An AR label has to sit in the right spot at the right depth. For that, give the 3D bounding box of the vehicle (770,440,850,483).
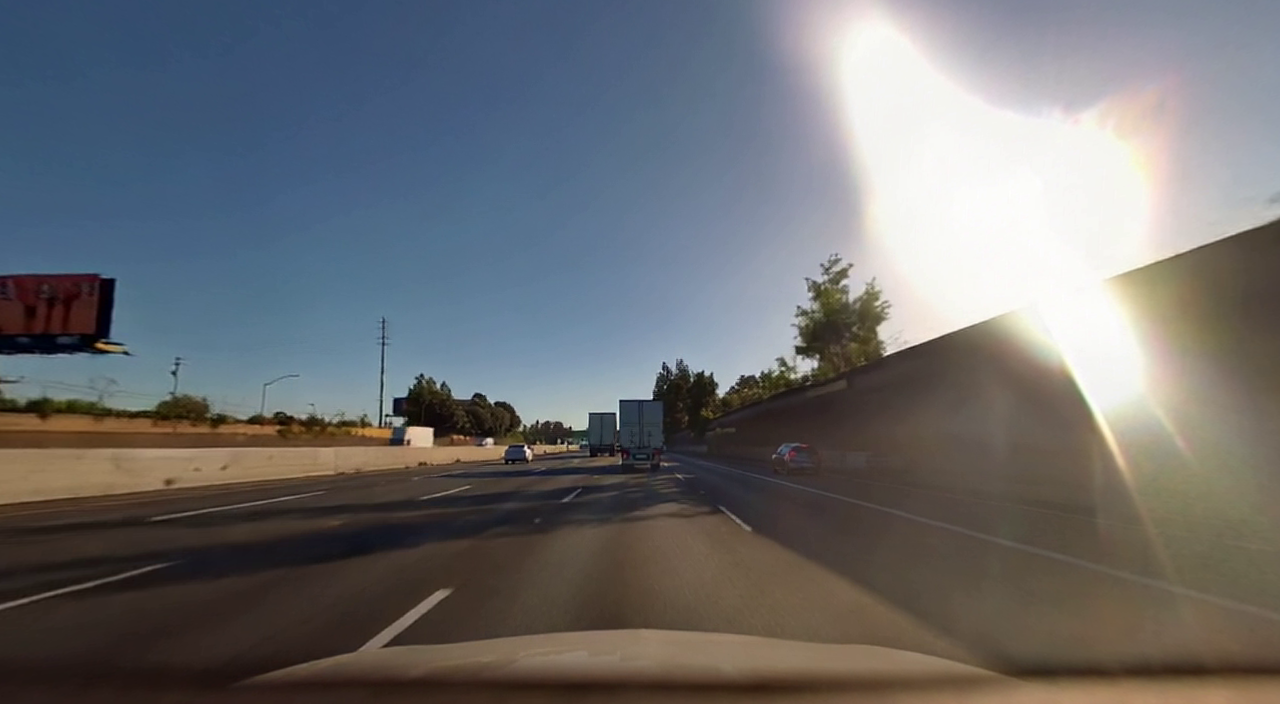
[{"bbox_3d":[6.816,4.392,25.773,1.969,1.560,4.394,-1,-8,-1],"label":"vehicle"}]

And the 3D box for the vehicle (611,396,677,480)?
[{"bbox_3d":[0.106,4.729,36.186,3.054,3.944,11.230,-2,-6,-1],"label":"vehicle"}]

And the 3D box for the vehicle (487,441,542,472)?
[{"bbox_3d":[-6.753,5.667,34.524,1.992,1.547,4.673,-1,-8,1],"label":"vehicle"}]

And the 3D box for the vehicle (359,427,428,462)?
[{"bbox_3d":[-18.848,7.117,48.732,2.825,2.420,6.603,0,-8,-2],"label":"vehicle"}]
